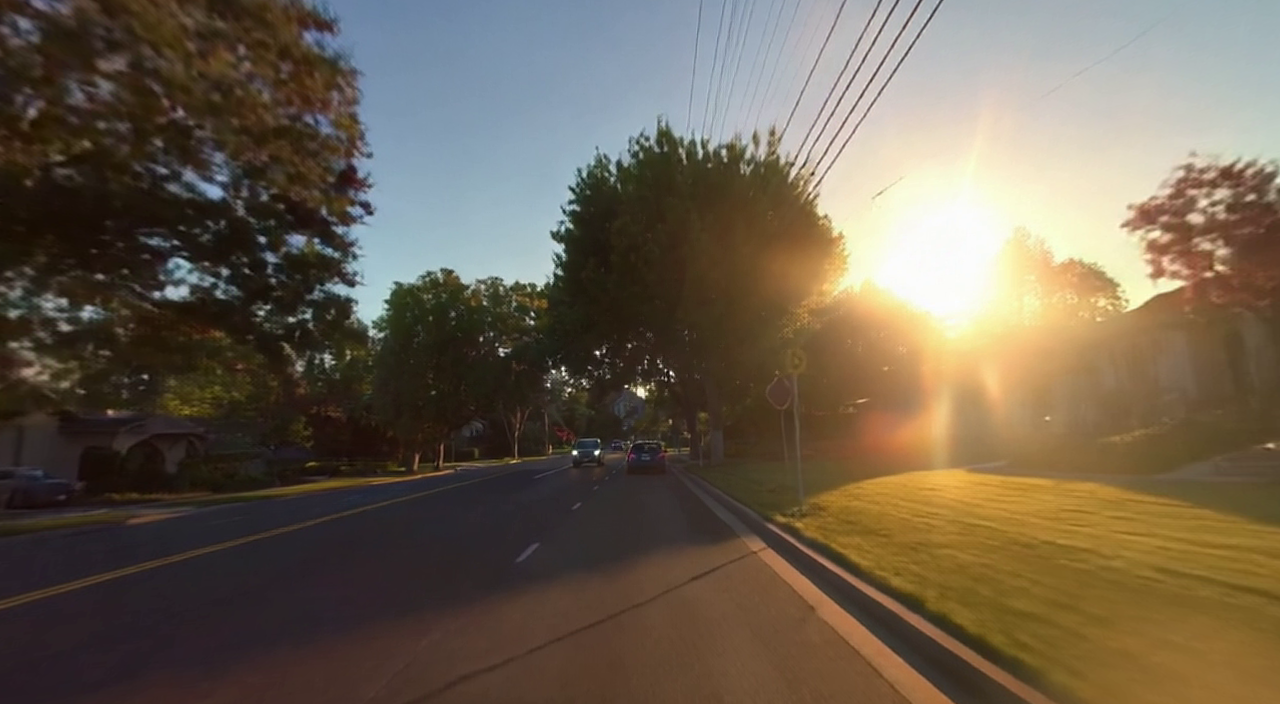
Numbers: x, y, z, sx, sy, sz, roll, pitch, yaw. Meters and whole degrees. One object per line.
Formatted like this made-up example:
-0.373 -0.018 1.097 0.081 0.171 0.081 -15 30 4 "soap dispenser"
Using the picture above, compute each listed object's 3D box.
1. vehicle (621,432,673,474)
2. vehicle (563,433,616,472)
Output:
0.280 4.478 28.001 2.120 1.718 3.909 0 -9 0 "vehicle"
-2.407 4.973 31.284 2.157 1.765 4.303 0 -9 2 "vehicle"
